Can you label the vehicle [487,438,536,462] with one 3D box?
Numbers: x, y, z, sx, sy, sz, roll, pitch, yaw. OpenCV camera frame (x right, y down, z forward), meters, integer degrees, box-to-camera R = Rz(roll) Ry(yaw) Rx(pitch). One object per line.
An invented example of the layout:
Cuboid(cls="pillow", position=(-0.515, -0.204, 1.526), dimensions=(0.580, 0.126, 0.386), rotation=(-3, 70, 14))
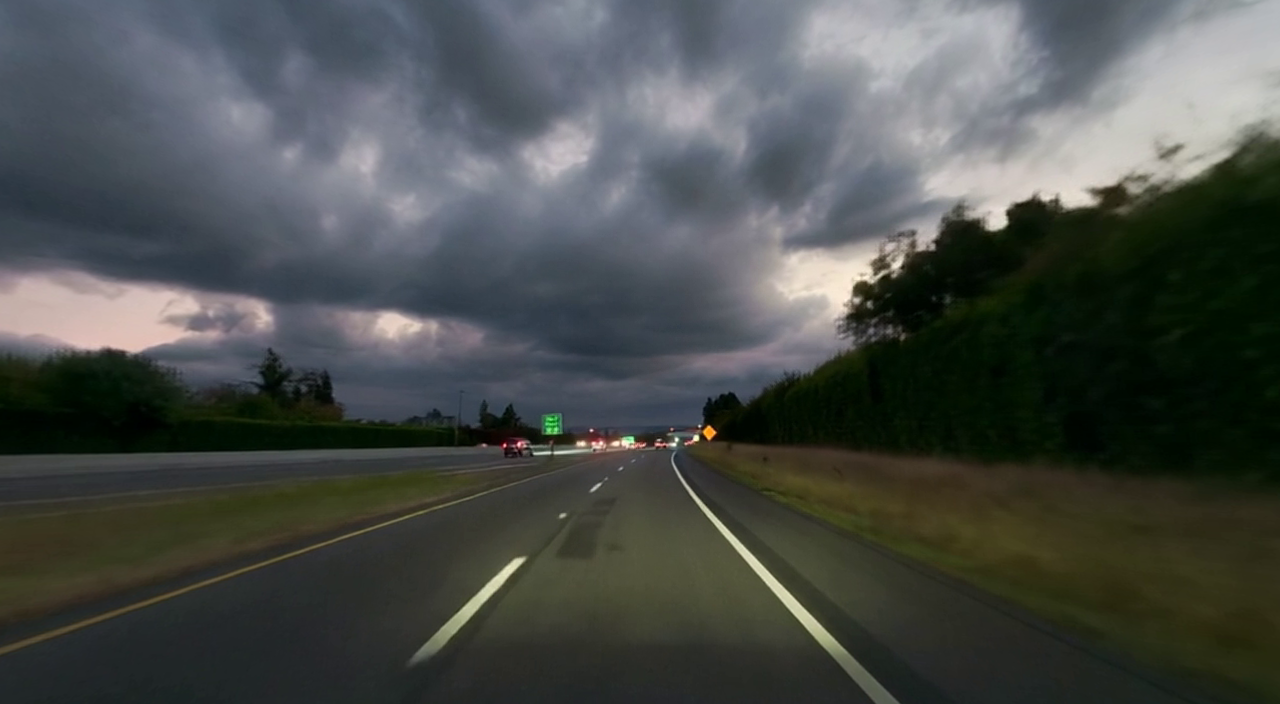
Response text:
Cuboid(cls="vehicle", position=(-9.350, 7.132, 46.118), dimensions=(2.141, 1.612, 3.998), rotation=(-1, -8, 10))
